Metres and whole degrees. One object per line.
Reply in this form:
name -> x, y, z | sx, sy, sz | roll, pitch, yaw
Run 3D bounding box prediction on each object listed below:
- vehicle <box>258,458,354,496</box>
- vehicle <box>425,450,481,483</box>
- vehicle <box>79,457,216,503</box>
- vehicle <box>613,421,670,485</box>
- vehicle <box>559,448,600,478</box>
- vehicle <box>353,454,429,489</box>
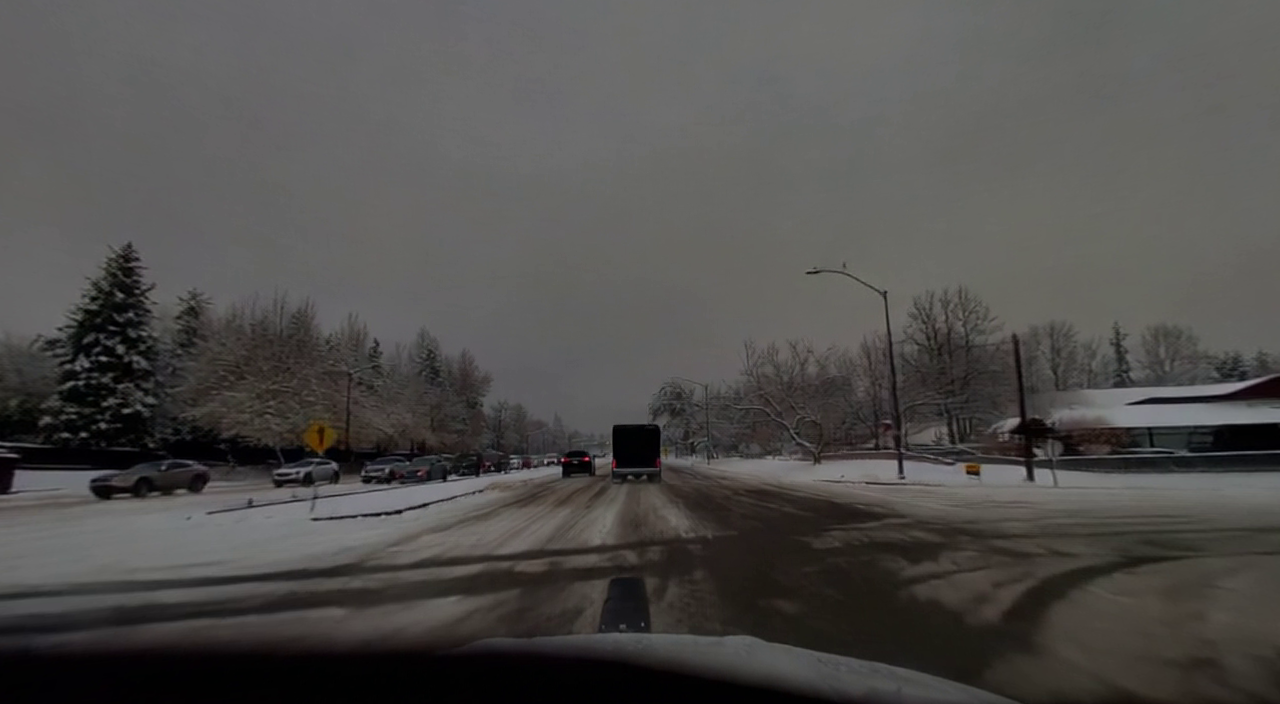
vehicle -> -16.274, 6.067, 31.044 | 2.022, 1.442, 4.853 | -4, -8, 1
vehicle -> -12.430, 7.593, 42.153 | 2.068, 1.747, 5.040 | -4, -7, 1
vehicle -> -22.345, 5.791, 28.969 | 2.017, 1.785, 5.092 | -1, -8, 3
vehicle -> -0.103, 5.788, 36.618 | 2.843, 3.120, 10.422 | 0, -8, -2
vehicle -> -3.954, 7.297, 41.781 | 2.184, 1.830, 4.890 | 0, -8, 0
vehicle -> -12.926, 6.201, 33.063 | 1.960, 1.627, 4.784 | 0, -8, 1
